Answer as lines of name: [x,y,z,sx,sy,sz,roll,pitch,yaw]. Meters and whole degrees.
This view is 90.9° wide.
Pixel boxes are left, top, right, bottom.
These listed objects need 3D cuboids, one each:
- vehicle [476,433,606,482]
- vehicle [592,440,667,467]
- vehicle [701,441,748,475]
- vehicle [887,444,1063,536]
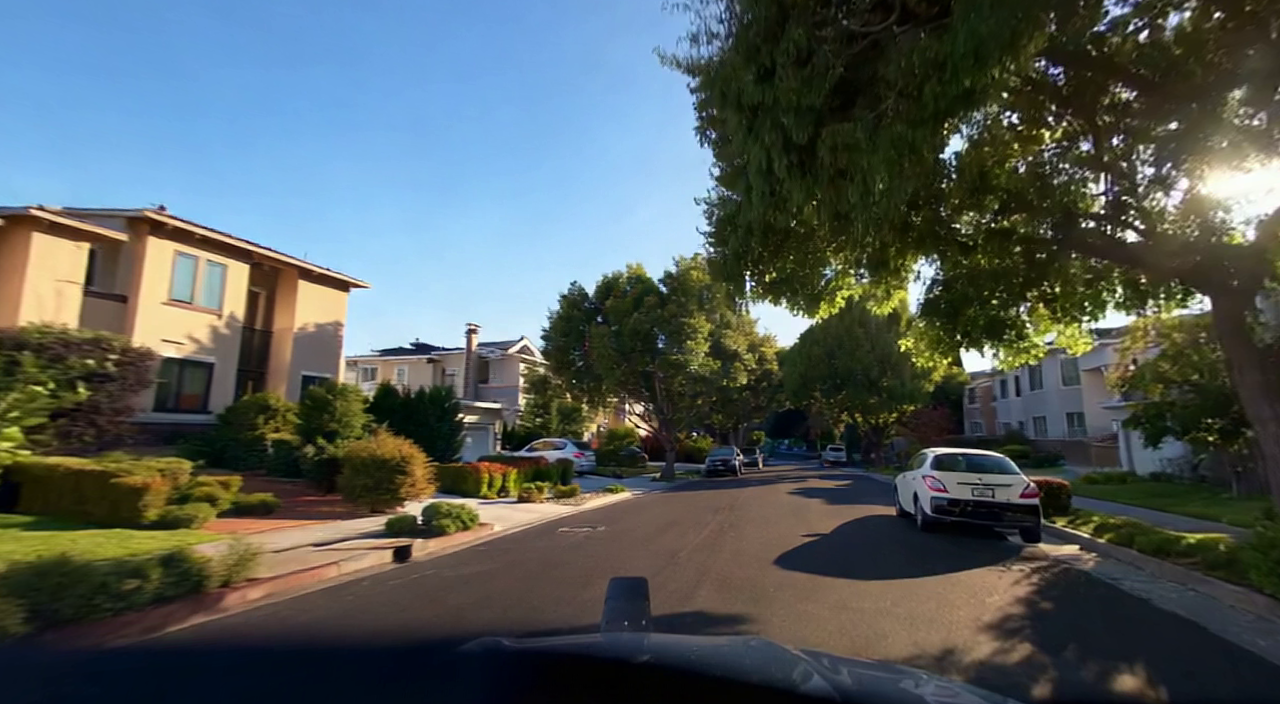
vehicle: [-3.783,4.010,24.238,4.480,1.740,1.988,-3,-9,20]
vehicle: [-0.659,6.505,40.544,4.414,1.658,1.988,-2,-9,14]
vehicle: [4.566,5.613,33.373,1.974,1.664,4.539,-2,-10,13]
vehicle: [6.194,2.507,12.298,1.996,1.409,4.446,-2,-9,15]
